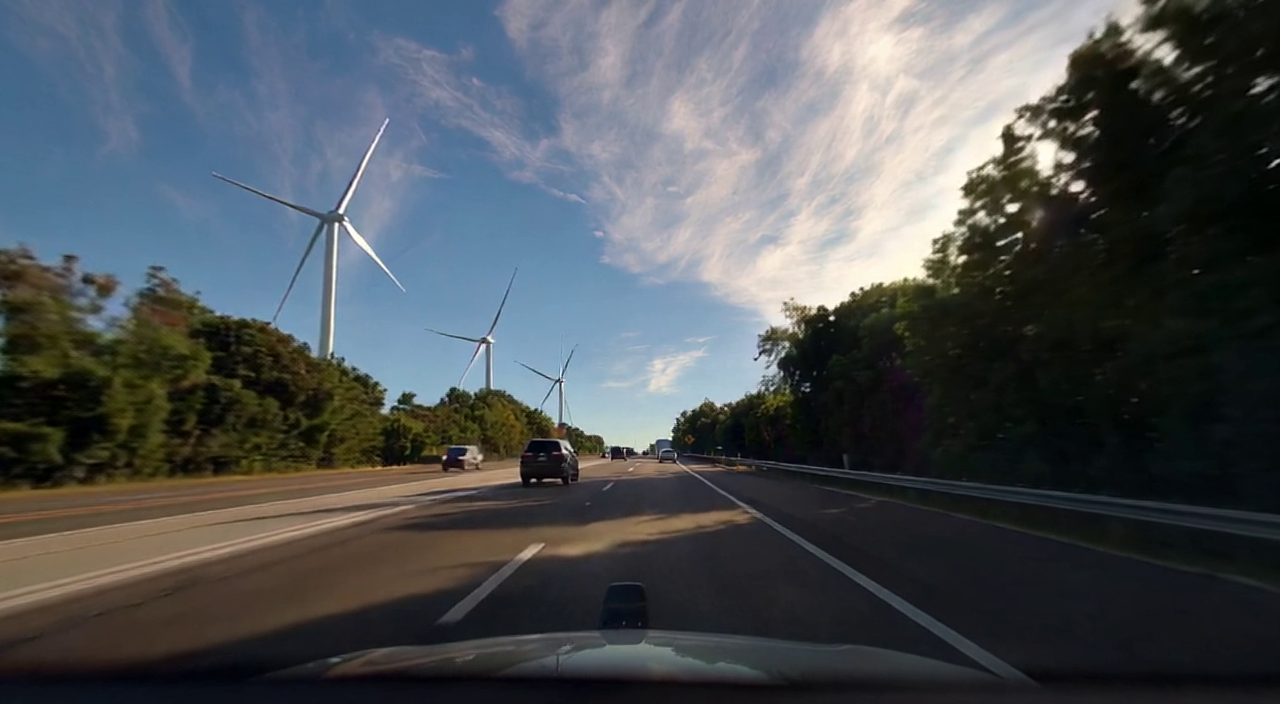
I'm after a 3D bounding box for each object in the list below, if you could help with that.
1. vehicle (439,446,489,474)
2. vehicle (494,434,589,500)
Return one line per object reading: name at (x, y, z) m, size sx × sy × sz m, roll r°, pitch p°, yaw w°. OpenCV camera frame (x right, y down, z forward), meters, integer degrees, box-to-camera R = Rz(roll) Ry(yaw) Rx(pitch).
vehicle at (-11.094, 6.816, 39.929) m, size 1.868 × 1.667 × 4.142 m, roll 0°, pitch -9°, yaw 1°
vehicle at (-2.787, 3.376, 18.849) m, size 2.038 × 1.723 × 4.150 m, roll 0°, pitch -9°, yaw 2°
